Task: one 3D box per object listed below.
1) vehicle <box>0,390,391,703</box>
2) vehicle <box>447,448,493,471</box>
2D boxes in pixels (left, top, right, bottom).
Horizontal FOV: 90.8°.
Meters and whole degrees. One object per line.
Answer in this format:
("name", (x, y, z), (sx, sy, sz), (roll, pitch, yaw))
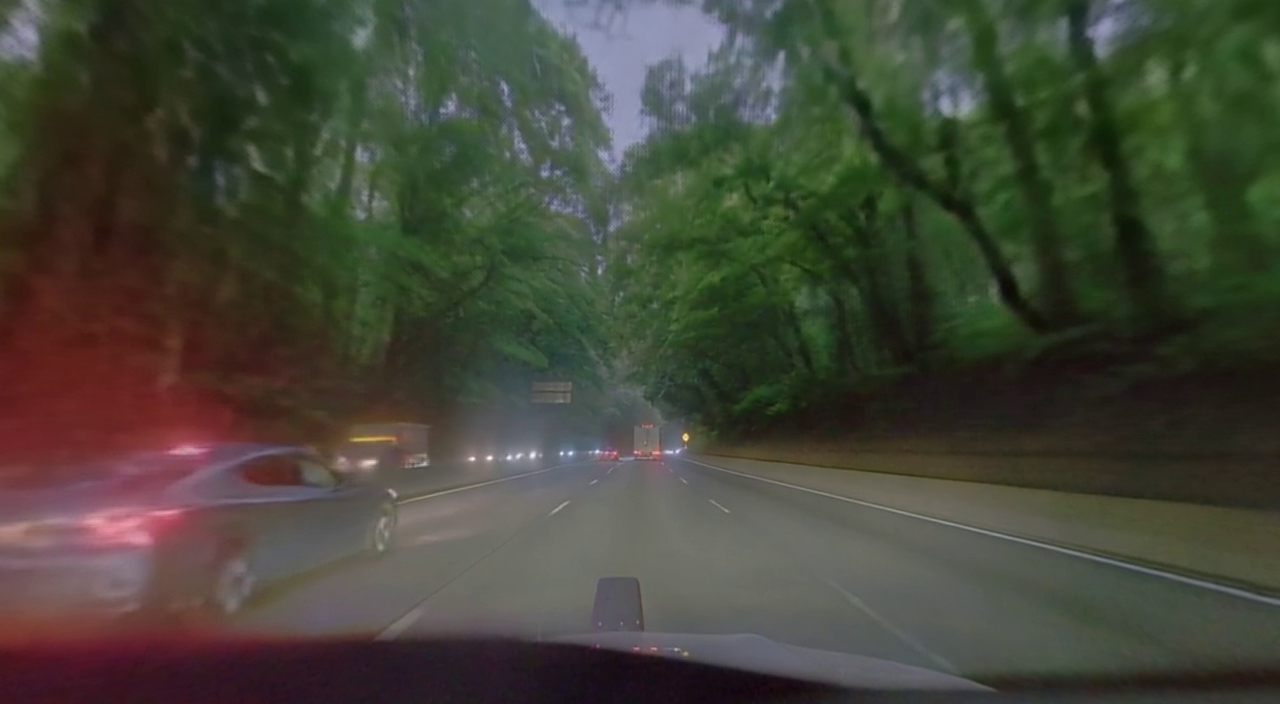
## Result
("vehicle", (-3.839, 1.249, 4.775), (2.027, 1.519, 4.578), (0, -9, 0))
("vehicle", (-12.065, 7.666, 45.135), (2.061, 1.523, 4.144), (0, -9, 1))
